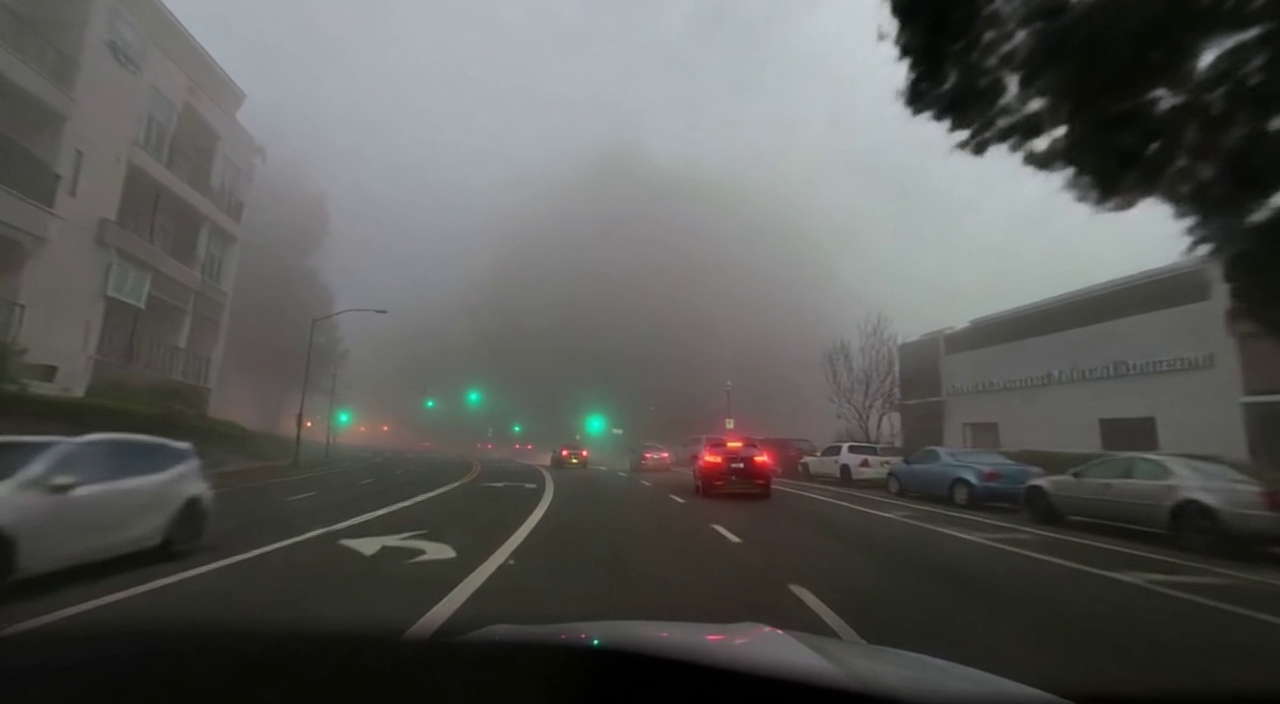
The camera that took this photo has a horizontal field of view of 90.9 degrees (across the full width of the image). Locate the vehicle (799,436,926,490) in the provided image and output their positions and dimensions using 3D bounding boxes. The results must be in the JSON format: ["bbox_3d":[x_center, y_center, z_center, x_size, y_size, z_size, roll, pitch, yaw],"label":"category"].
[{"bbox_3d":[6.633,3.360,19.423,1.820,1.450,4.408,1,-8,-8],"label":"vehicle"}]

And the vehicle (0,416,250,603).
[{"bbox_3d":[-6.446,1.467,6.383,2.325,1.509,4.340,1,-8,-3],"label":"vehicle"}]

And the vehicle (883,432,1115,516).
[{"bbox_3d":[7.287,2.515,13.566,1.882,1.469,4.766,1,-8,-5],"label":"vehicle"}]

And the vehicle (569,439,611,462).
[{"bbox_3d":[-3.519,6.739,43.359,1.957,1.463,4.701,2,-9,-15],"label":"vehicle"}]

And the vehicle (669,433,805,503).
[{"bbox_3d":[2.179,2.810,15.711,2.280,1.472,4.426,1,-8,-6],"label":"vehicle"}]

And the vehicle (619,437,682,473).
[{"bbox_3d":[0.375,4.647,28.602,1.984,1.476,4.488,2,-9,-11],"label":"vehicle"}]

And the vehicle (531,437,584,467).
[{"bbox_3d":[-4.713,5.601,35.365,2.308,1.535,4.811,2,-9,-15],"label":"vehicle"}]

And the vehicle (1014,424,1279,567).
[{"bbox_3d":[7.546,1.802,8.601,1.890,1.488,4.567,1,-8,-3],"label":"vehicle"}]
